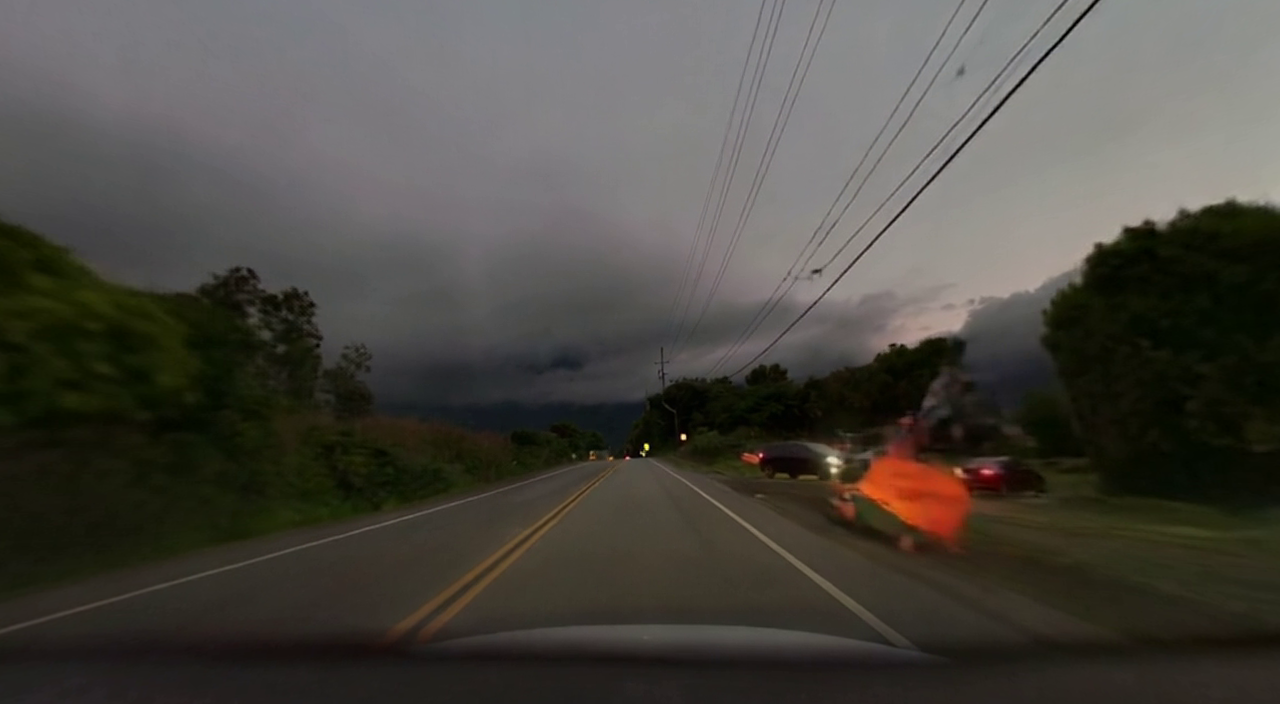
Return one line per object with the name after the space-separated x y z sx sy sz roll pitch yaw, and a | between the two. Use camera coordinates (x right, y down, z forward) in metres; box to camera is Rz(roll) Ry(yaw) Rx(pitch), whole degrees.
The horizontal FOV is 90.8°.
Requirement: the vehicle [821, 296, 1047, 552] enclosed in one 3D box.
4.109 1.035 9.277 2.374 3.357 1.724 0 -9 4 | vehicle
